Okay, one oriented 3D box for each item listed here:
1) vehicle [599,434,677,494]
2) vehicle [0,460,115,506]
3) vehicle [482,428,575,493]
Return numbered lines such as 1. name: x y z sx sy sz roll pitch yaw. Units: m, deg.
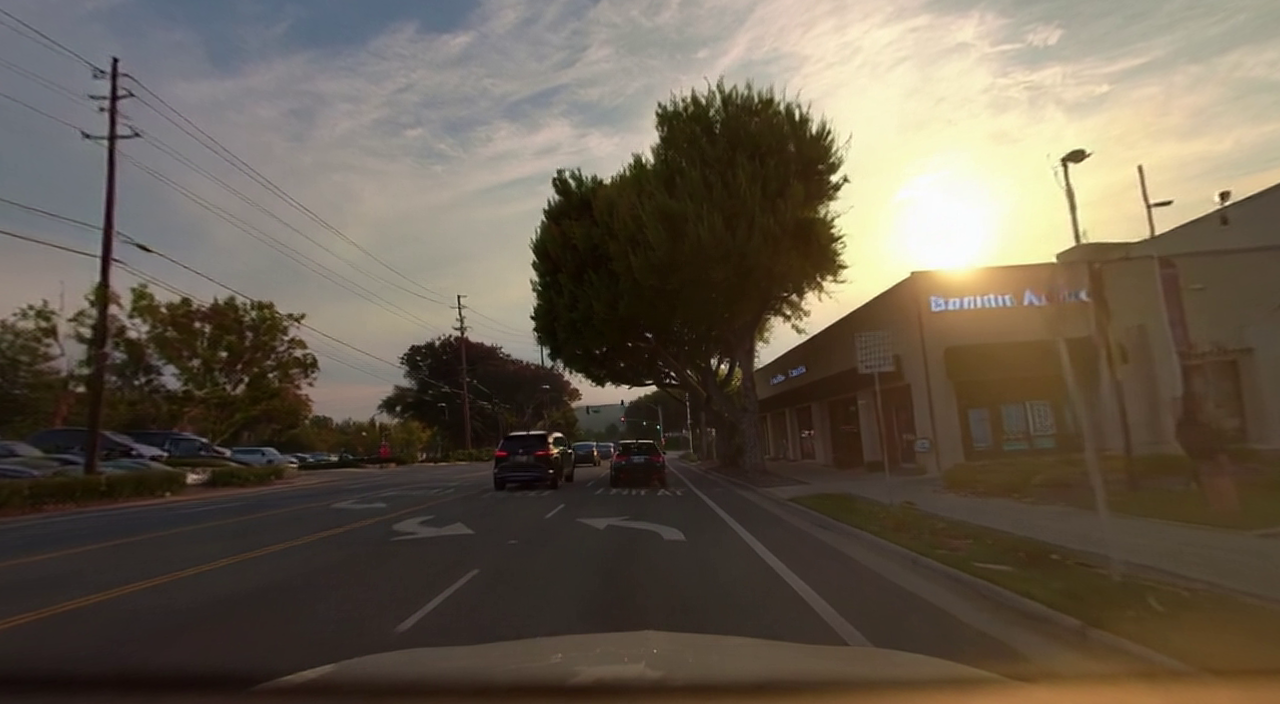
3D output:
1. vehicle: -0.056 3.358 19.248 2.108 1.612 4.246 0 -8 0
2. vehicle: -23.328 4.990 24.359 1.862 1.468 4.708 0 -8 3
3. vehicle: -3.498 3.524 20.950 2.064 1.859 5.154 0 -8 1
